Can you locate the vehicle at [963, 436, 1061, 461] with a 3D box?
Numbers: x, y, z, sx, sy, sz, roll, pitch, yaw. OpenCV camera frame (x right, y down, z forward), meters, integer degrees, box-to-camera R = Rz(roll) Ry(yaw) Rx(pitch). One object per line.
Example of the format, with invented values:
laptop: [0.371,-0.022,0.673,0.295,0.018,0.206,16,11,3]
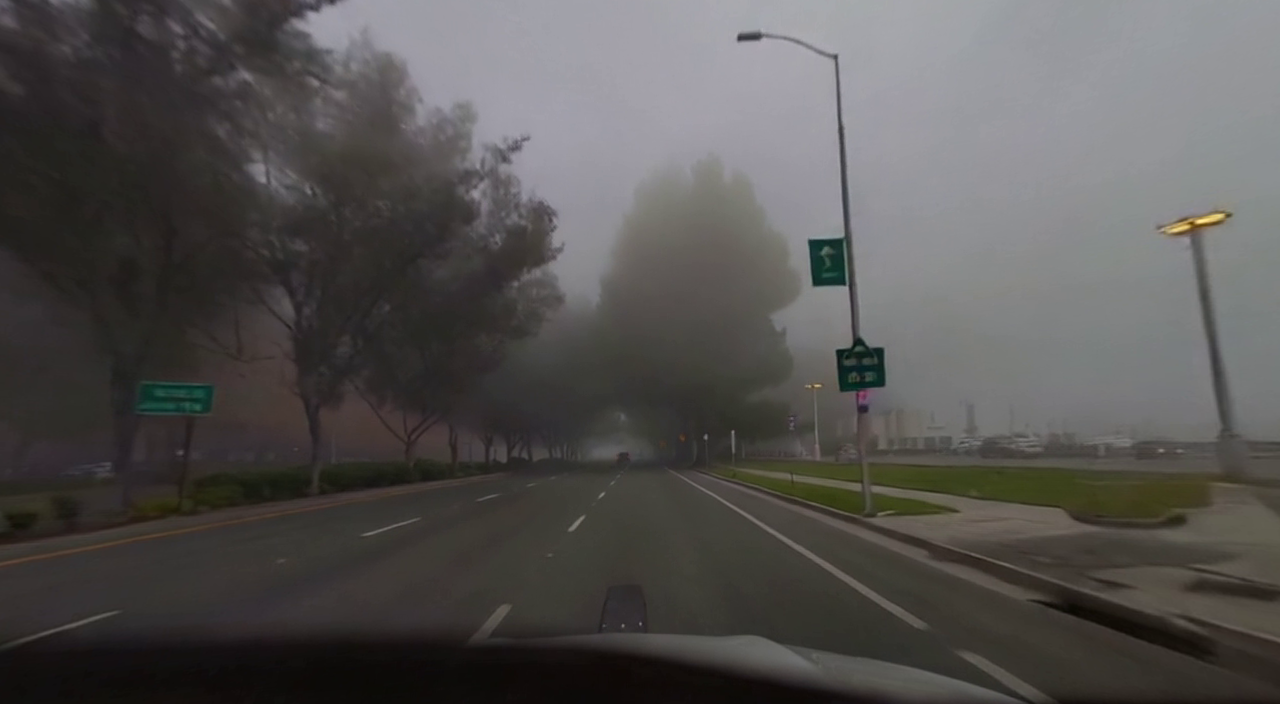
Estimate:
vehicle: [27.706,7.195,47.184,2.196,1.745,5.838,5,-10,-33]

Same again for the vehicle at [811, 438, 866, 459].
vehicle: [14.823,7.234,47.278,3.641,1.408,1.584,-3,-9,7]
